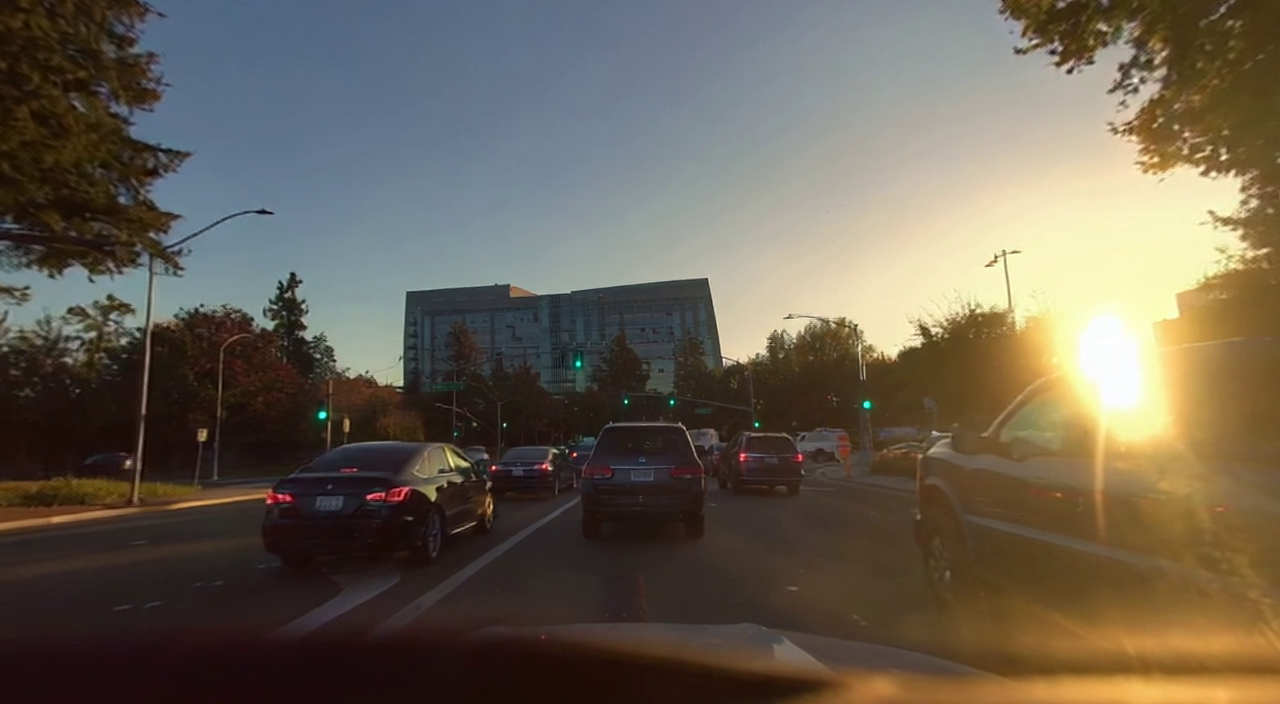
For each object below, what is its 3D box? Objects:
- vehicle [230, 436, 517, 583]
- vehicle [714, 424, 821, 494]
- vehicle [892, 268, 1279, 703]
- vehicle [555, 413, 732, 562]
[{"bbox_3d":[-3.192,1.966,8.863,1.909,1.476,4.751,0,-8,1],"label":"vehicle"},{"bbox_3d":[3.819,3.337,20.052,2.408,1.908,5.355,0,-8,1],"label":"vehicle"},{"bbox_3d":[3.374,0.698,2.271,2.571,1.857,5.841,0,-8,1],"label":"vehicle"},{"bbox_3d":[0.070,1.908,9.551,2.113,1.768,3.901,0,-8,1],"label":"vehicle"}]
